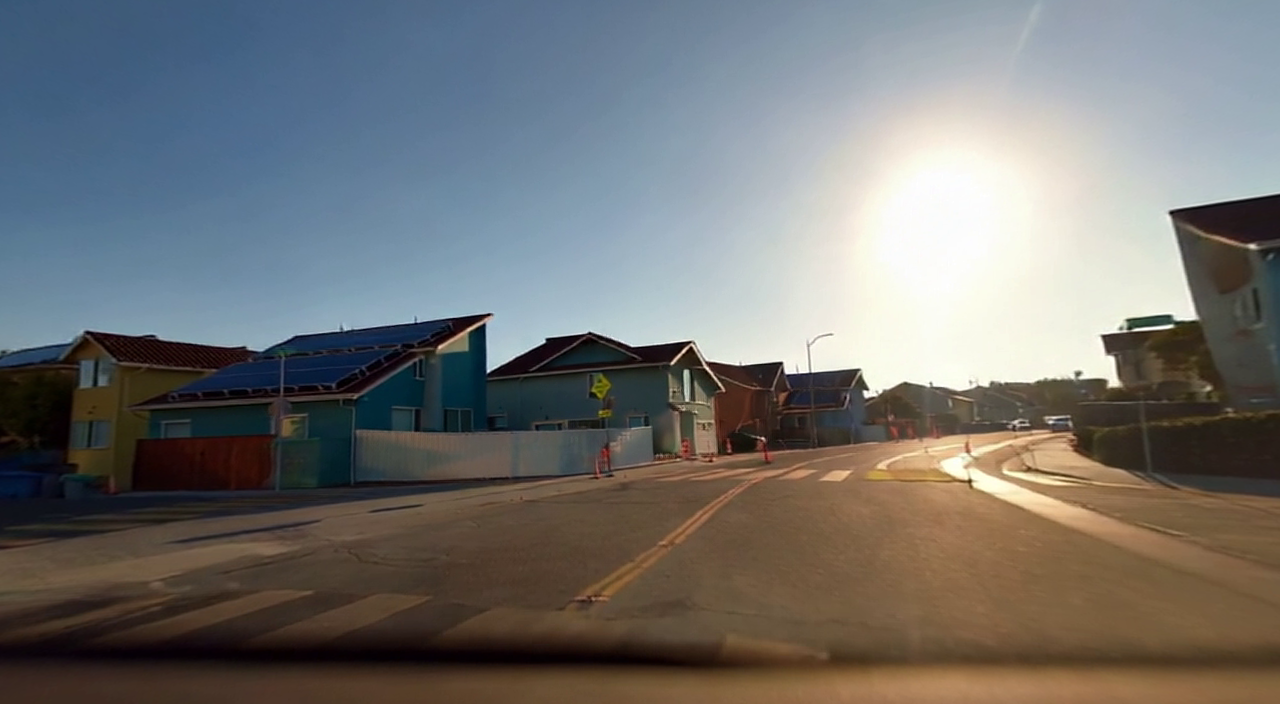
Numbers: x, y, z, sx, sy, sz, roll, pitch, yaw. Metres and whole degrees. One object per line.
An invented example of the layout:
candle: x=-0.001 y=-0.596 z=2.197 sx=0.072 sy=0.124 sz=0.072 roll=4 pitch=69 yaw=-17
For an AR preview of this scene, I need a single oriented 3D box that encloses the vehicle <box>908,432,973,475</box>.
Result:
vehicle: x=11.432 y=3.762 z=23.834 sx=1.966 sy=1.455 sz=4.075 roll=-4 pitch=-9 yaw=28
